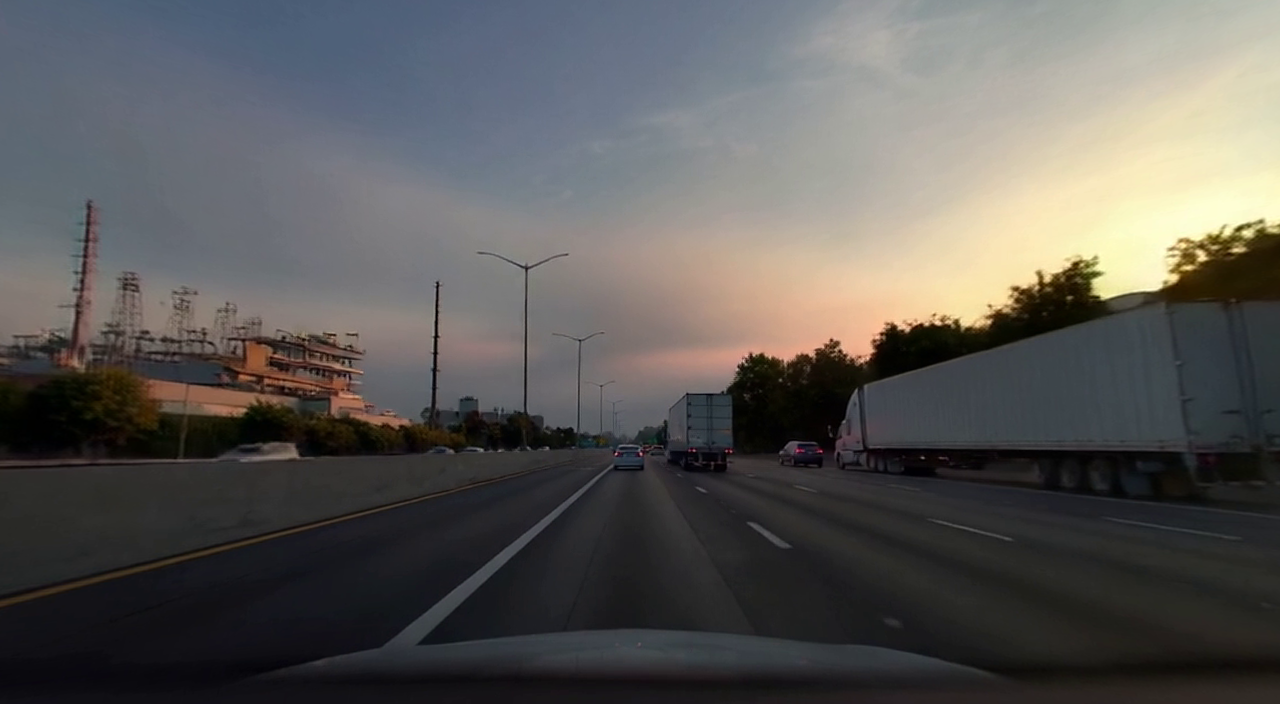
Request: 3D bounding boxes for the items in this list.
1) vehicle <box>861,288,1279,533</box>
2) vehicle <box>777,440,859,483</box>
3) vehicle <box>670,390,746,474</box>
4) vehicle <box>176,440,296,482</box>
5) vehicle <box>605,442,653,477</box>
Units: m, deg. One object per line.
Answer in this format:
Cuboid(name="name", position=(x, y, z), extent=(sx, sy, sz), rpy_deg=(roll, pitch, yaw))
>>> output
Cuboid(name="vehicle", position=(11.361, 2.248, 19.313), extent=(2.898, 4.171, 17.188), rpy_deg=(0, -9, 0))
Cuboid(name="vehicle", position=(7.417, 4.599, 26.808), extent=(2.154, 1.658, 4.347), rpy_deg=(0, -9, -1))
Cuboid(name="vehicle", position=(3.604, 4.736, 36.382), extent=(2.999, 4.127, 10.526), rpy_deg=(0, -9, -1))
Cuboid(name="vehicle", position=(-16.650, 4.497, 26.368), extent=(1.963, 1.575, 4.544), rpy_deg=(0, -9, 0))
Cuboid(name="vehicle", position=(-0.524, 5.181, 30.617), extent=(2.163, 1.551, 4.180), rpy_deg=(0, -9, -1))
